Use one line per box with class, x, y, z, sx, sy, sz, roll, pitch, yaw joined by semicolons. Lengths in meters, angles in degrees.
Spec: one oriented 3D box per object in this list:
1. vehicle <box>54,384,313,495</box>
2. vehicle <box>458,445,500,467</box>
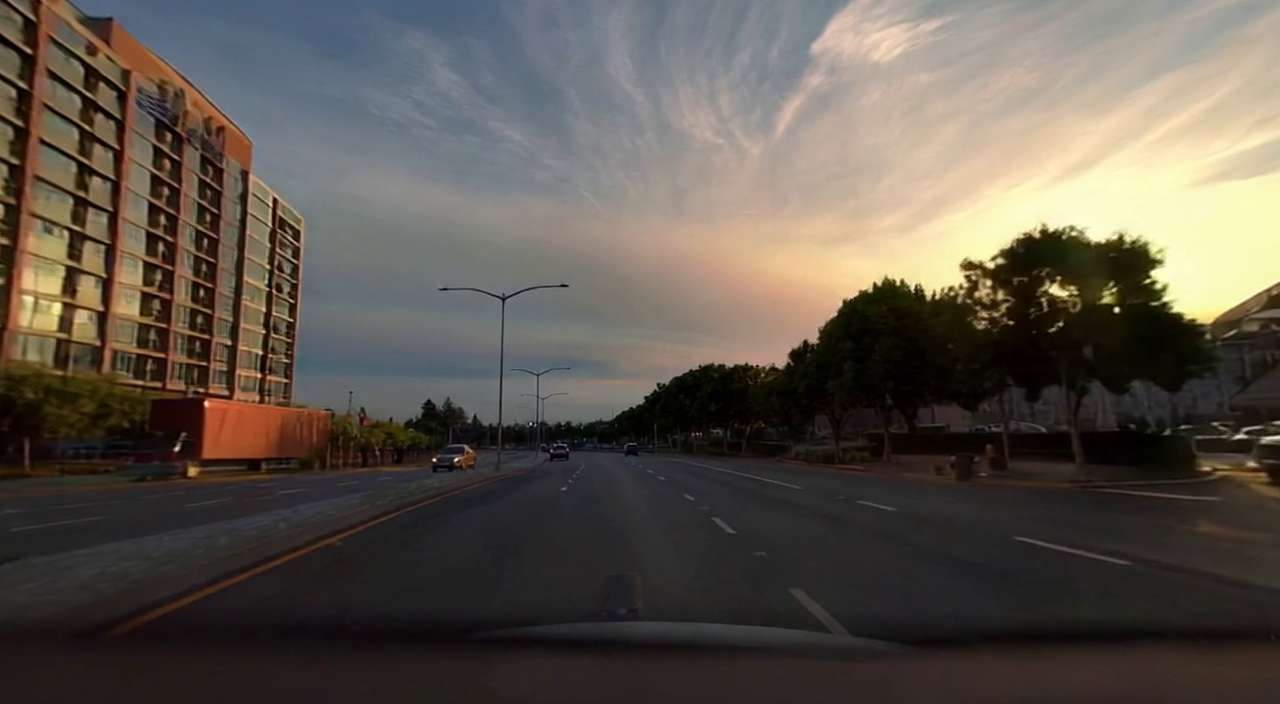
vehicle;-18.773;3.965;28.126;3.331;3.651;14.423;1;-9;-11
vehicle;-11.467;7.439;45.233;2.133;1.484;4.749;1;-9;-5
